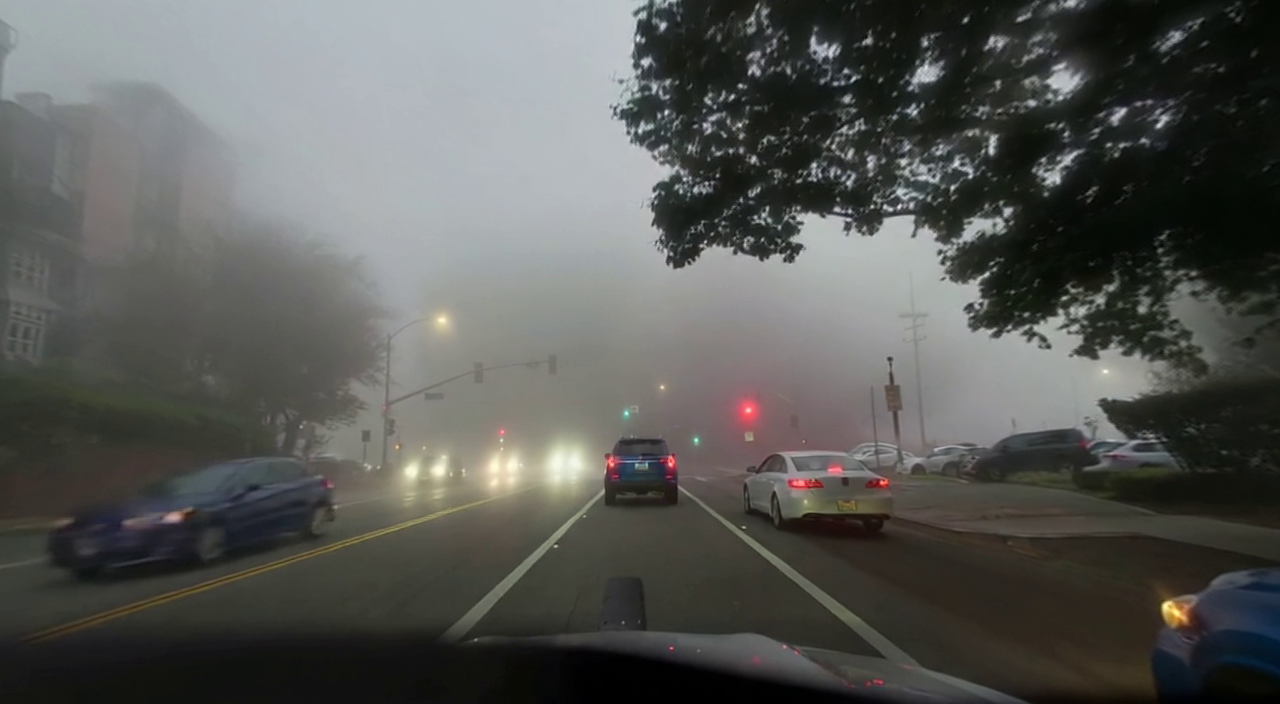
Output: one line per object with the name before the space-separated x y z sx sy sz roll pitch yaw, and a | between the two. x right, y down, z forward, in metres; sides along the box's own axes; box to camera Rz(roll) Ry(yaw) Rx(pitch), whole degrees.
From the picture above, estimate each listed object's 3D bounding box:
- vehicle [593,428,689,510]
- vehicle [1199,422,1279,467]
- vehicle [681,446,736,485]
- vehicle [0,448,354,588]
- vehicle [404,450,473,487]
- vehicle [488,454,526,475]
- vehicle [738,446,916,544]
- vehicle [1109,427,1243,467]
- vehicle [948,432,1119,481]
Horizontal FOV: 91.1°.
vehicle | -0.004 3.134 17.248 2.296 1.947 4.168 0 -9 -1
vehicle | 26.336 3.840 26.034 4.288 1.776 1.928 0 -9 1
vehicle | 3.267 5.481 30.698 2.138 1.729 4.178 0 -9 -1
vehicle | -6.321 2.168 9.191 2.054 1.478 4.584 0 -9 0
vehicle | -10.587 6.106 33.380 2.161 1.764 4.725 0 -9 -1
vehicle | -10.280 8.707 48.814 1.962 1.458 4.505 0 -9 0
vehicle | 3.263 2.557 12.017 1.900 1.478 4.425 0 -9 -2
vehicle | 26.693 4.731 31.377 4.704 1.919 2.130 0 -9 -2
vehicle | 13.651 3.631 21.986 4.648 1.583 2.018 0 -9 -2
